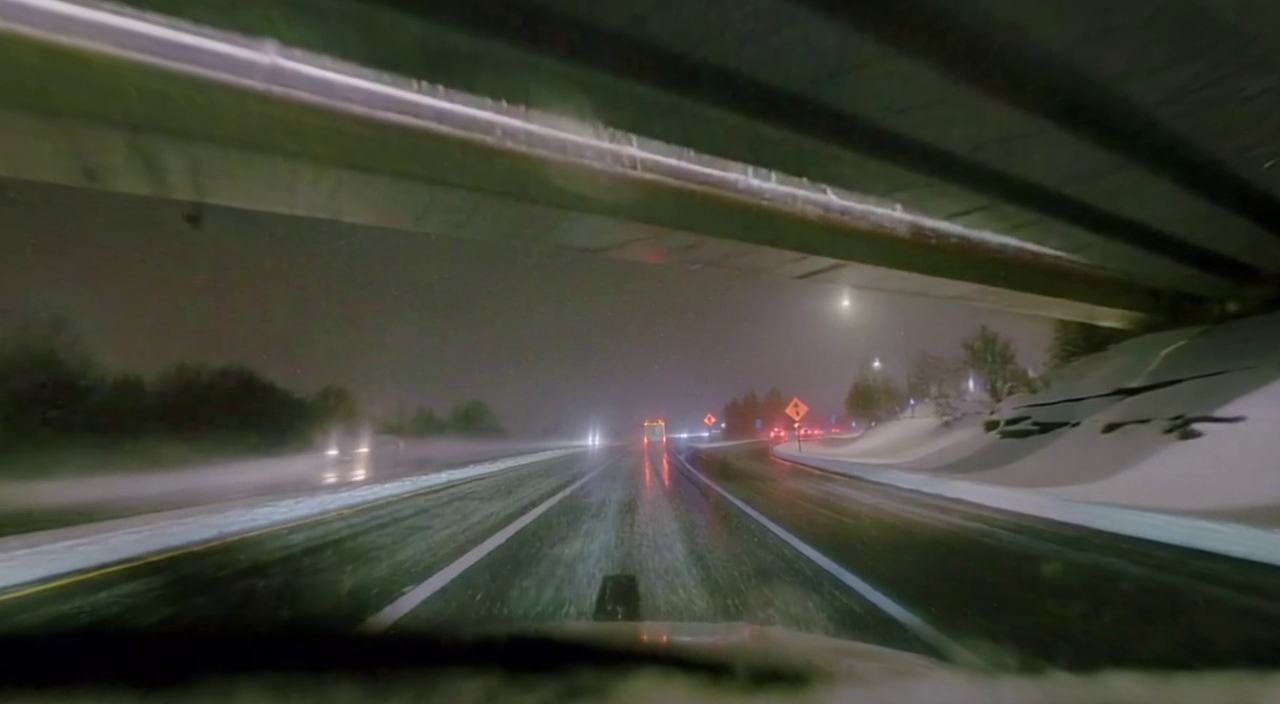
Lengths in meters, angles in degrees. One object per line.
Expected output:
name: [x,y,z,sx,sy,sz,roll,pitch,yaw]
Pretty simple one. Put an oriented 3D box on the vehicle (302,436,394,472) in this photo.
vehicle: [-12.823,4.474,27.942,1.910,1.479,4.408,0,-8,0]
